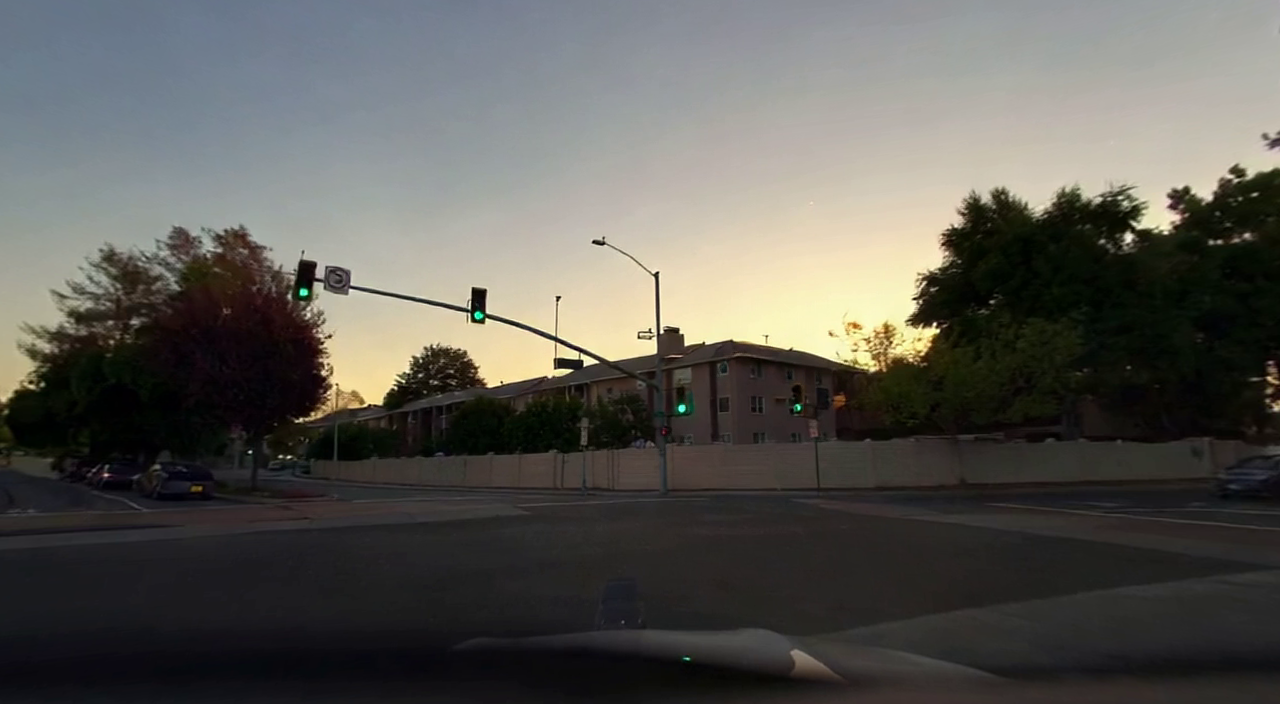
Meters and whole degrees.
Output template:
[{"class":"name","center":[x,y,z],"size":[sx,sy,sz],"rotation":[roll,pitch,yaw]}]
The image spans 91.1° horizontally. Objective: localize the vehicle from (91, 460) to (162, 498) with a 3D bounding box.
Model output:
[{"class":"vehicle","center":[-23.602,5.761,28.796],"size":[4.286,1.476,1.888],"rotation":[-8,-11,43]}]

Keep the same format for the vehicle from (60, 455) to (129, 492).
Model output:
[{"class":"vehicle","center":[-30.422,6.714,34.939],"size":[4.857,1.809,2.196],"rotation":[-8,-11,42]}]

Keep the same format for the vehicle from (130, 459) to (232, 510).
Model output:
[{"class":"vehicle","center":[-16.231,4.566,22.088],"size":[4.652,1.464,1.912],"rotation":[-8,-11,42]}]
